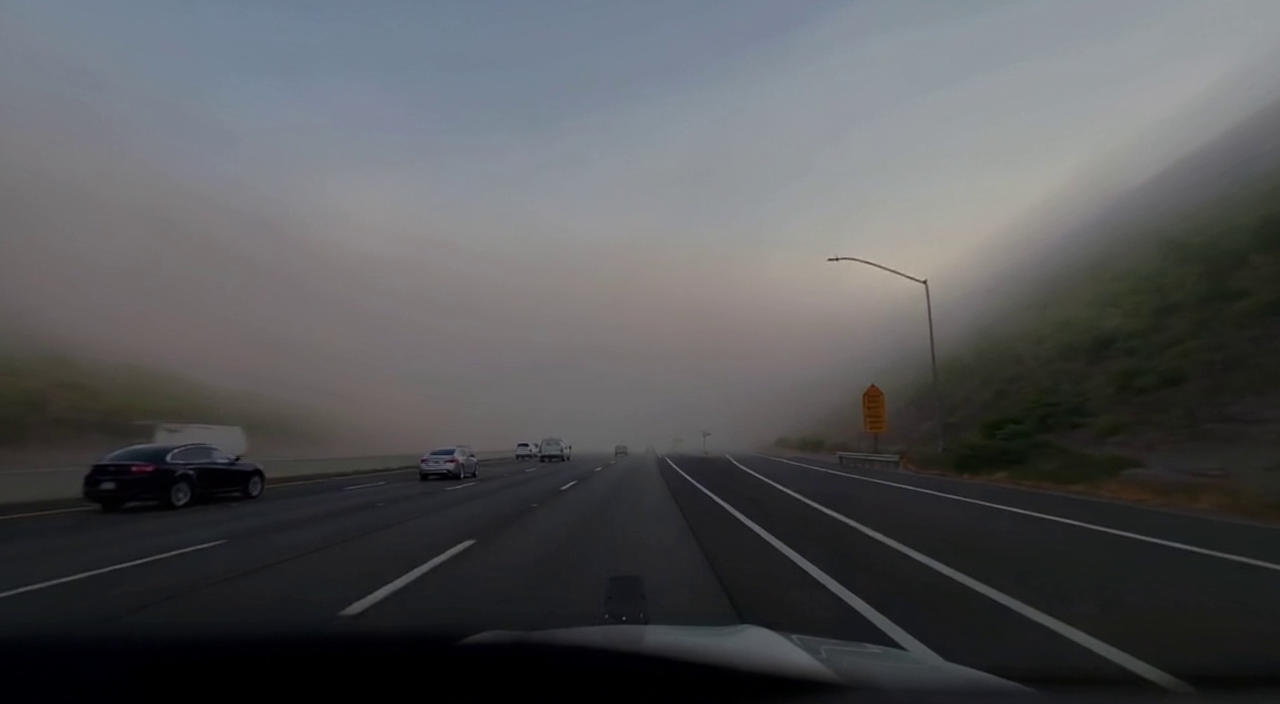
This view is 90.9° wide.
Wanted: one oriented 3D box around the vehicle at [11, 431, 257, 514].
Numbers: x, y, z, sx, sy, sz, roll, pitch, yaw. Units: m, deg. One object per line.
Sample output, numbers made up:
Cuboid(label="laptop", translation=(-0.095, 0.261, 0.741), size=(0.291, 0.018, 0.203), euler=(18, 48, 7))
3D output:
Cuboid(label="vehicle", translation=(-11.650, 2.786, 15.100), size=(2.020, 1.645, 4.629), euler=(0, -9, 0))

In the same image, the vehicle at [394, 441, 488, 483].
Cuboid(label="vehicle", translation=(-7.544, 4.209, 24.432), size=(2.107, 1.484, 4.449), euler=(0, -9, 1))
